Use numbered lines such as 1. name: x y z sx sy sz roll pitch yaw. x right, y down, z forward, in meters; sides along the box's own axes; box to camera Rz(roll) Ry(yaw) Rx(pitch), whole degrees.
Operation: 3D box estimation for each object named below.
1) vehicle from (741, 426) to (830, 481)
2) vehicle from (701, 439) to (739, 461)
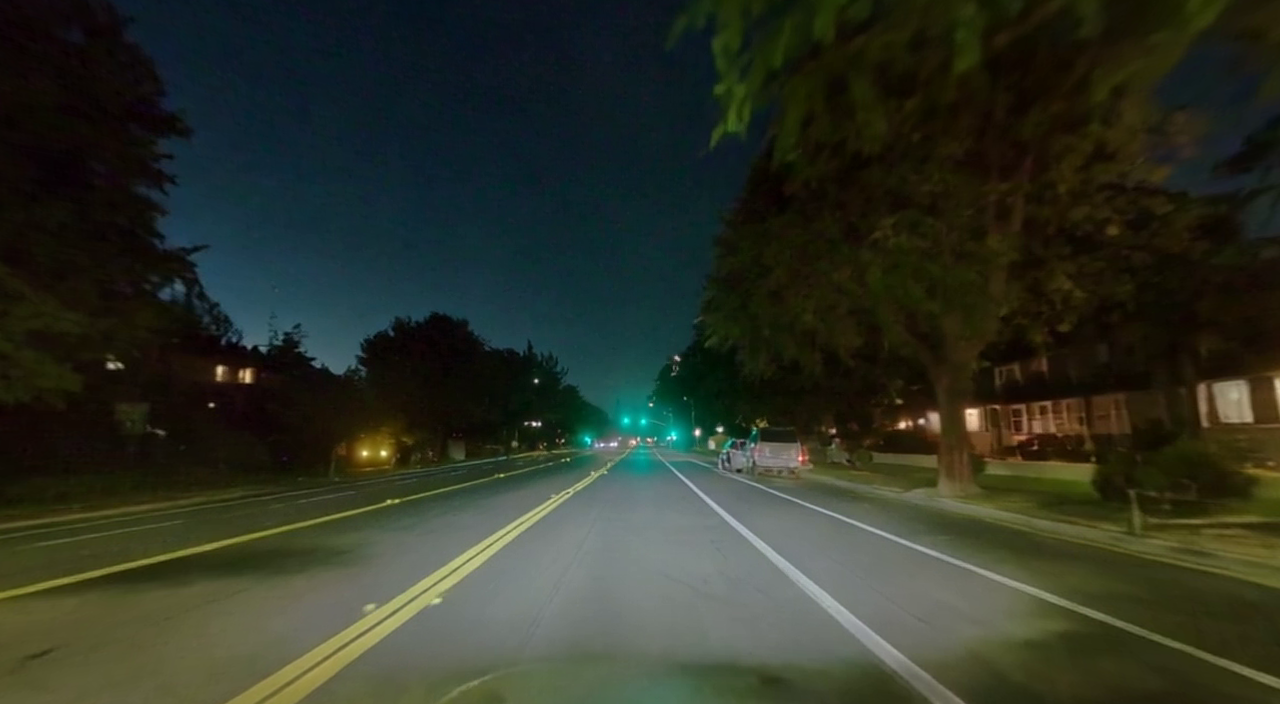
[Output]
1. vehicle: 5.223 3.728 23.401 2.160 1.800 4.646 0 -8 0
2. vehicle: 5.588 6.952 44.673 1.935 1.453 4.488 0 -8 -3
